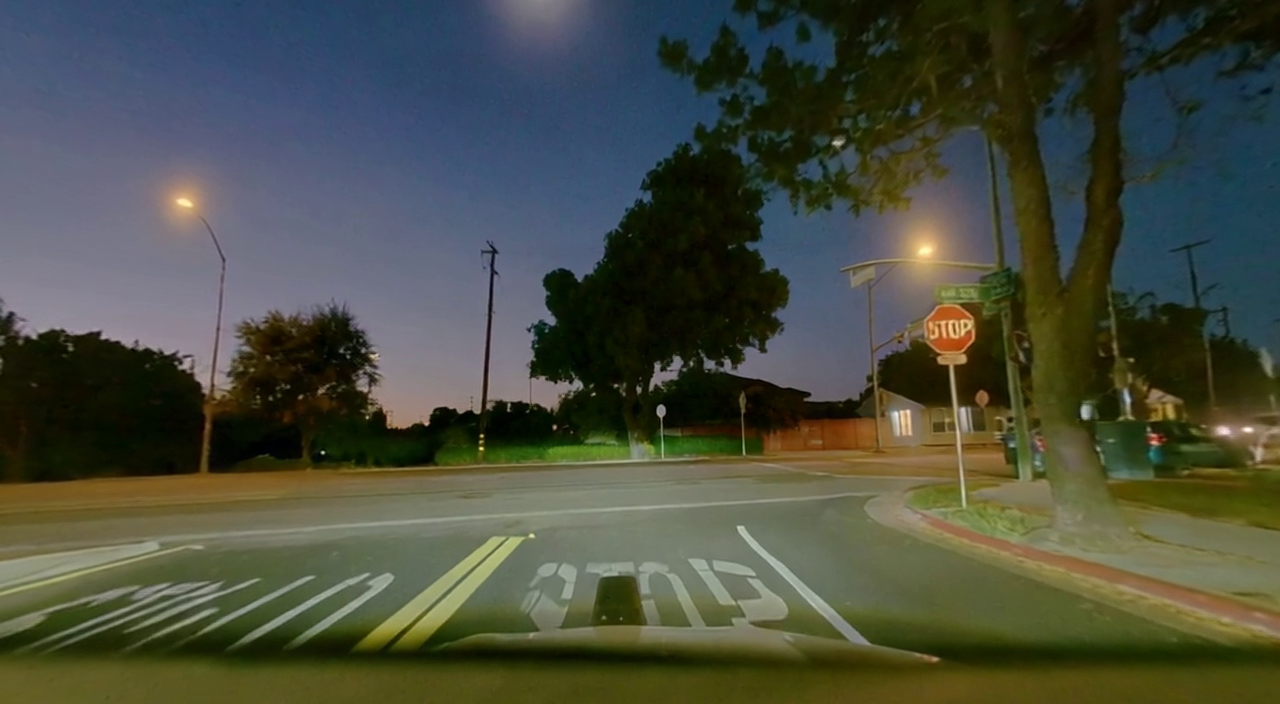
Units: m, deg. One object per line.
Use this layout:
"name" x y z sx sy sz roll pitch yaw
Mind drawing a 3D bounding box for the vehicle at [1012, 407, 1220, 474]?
"vehicle" 12.862 2.412 17.253 4.208 1.685 2.014 1 -8 -8
